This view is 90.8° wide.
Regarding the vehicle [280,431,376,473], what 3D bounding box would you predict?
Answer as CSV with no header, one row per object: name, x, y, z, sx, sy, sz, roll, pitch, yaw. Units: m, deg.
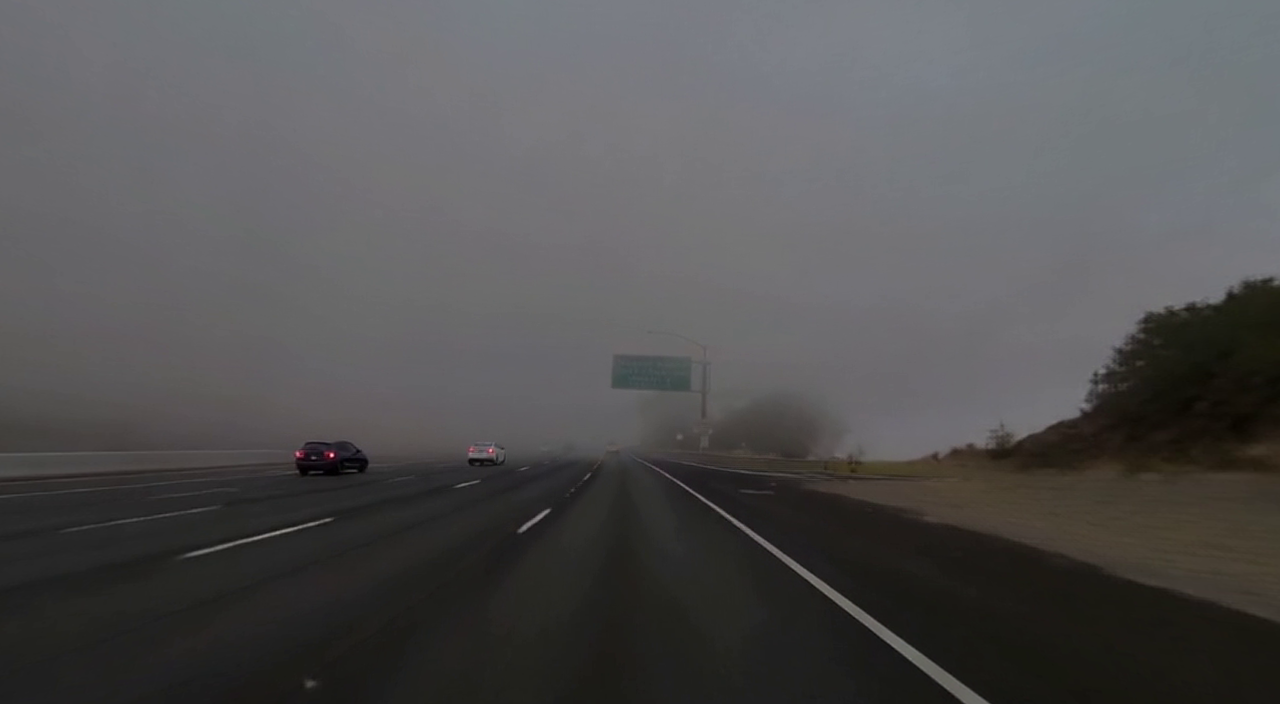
vehicle,-15.735,5.095,32.302,2.240,1.953,5.452,0,-8,-1

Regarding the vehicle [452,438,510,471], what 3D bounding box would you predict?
vehicle,-8.683,5.626,34.864,2.104,1.715,4.319,0,-8,-1
